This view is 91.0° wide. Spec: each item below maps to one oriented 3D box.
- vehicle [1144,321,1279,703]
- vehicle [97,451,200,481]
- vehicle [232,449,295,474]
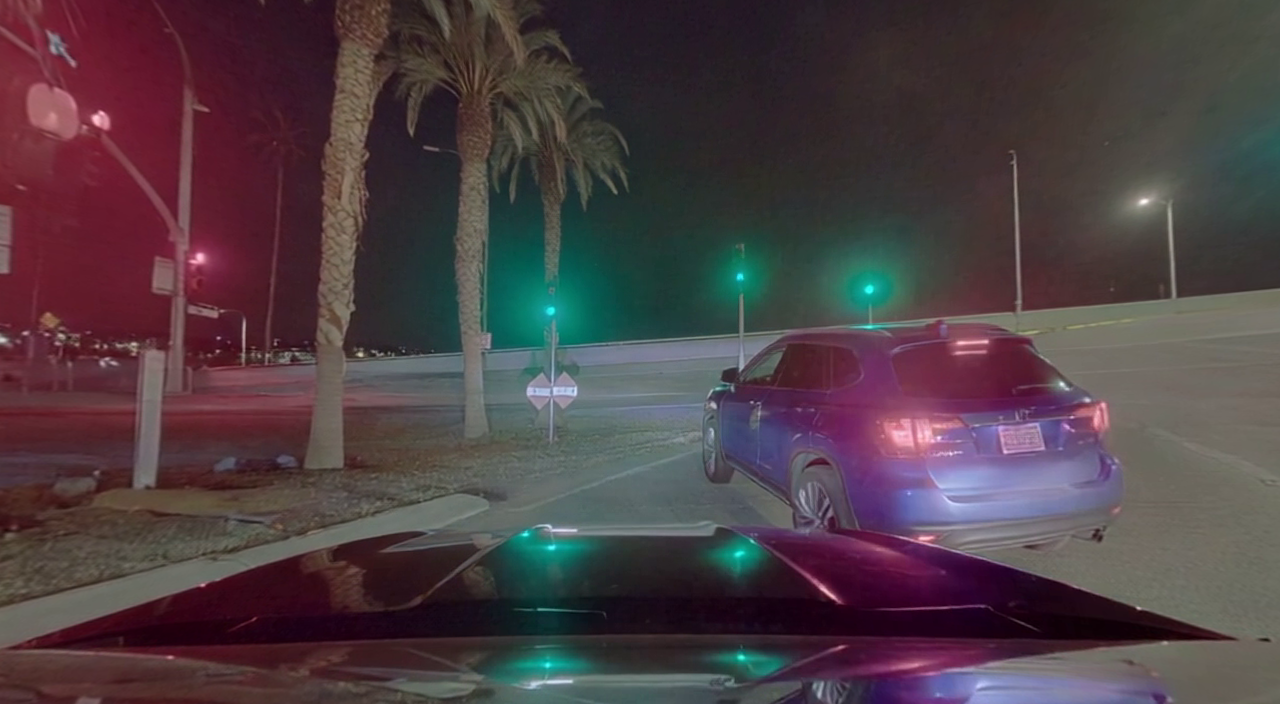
[{"bbox_3d":[3.442,0.497,0.559,2.028,1.770,4.737,0,-9,0],"label":"vehicle"},{"bbox_3d":[-26.586,6.164,34.282,1.830,1.443,4.551,0,-9,2],"label":"vehicle"},{"bbox_3d":[-26.266,7.617,44.066,1.941,1.631,4.017,0,-9,0],"label":"vehicle"}]
